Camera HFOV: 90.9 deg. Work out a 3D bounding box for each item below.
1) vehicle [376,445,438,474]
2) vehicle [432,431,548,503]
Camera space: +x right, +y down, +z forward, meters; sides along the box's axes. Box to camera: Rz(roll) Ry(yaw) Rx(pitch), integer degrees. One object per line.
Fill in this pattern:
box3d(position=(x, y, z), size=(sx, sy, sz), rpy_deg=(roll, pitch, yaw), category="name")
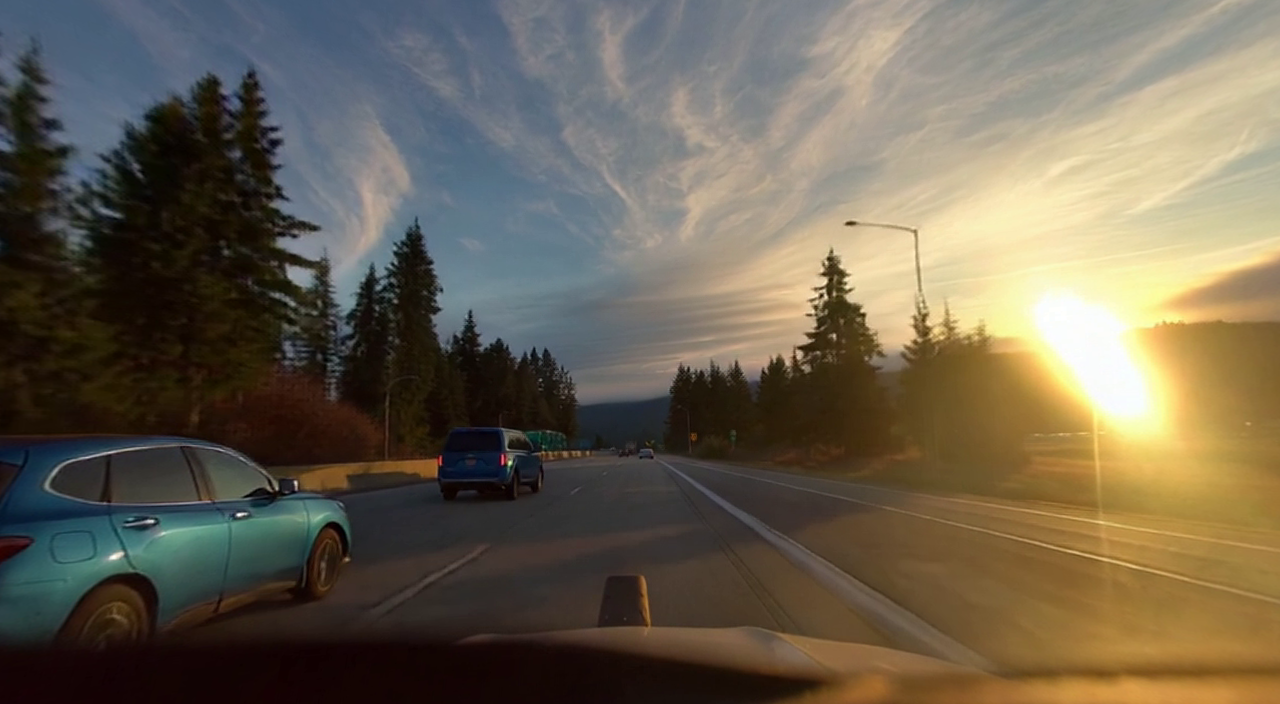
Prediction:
box3d(position=(-13.523, 6.248, 36.856), size=(1.891, 1.553, 4.393), rpy_deg=(0, -9, 1), category="vehicle")
box3d(position=(-4.019, 3.174, 17.823), size=(2.084, 1.752, 4.479), rpy_deg=(0, -9, 1), category="vehicle")
